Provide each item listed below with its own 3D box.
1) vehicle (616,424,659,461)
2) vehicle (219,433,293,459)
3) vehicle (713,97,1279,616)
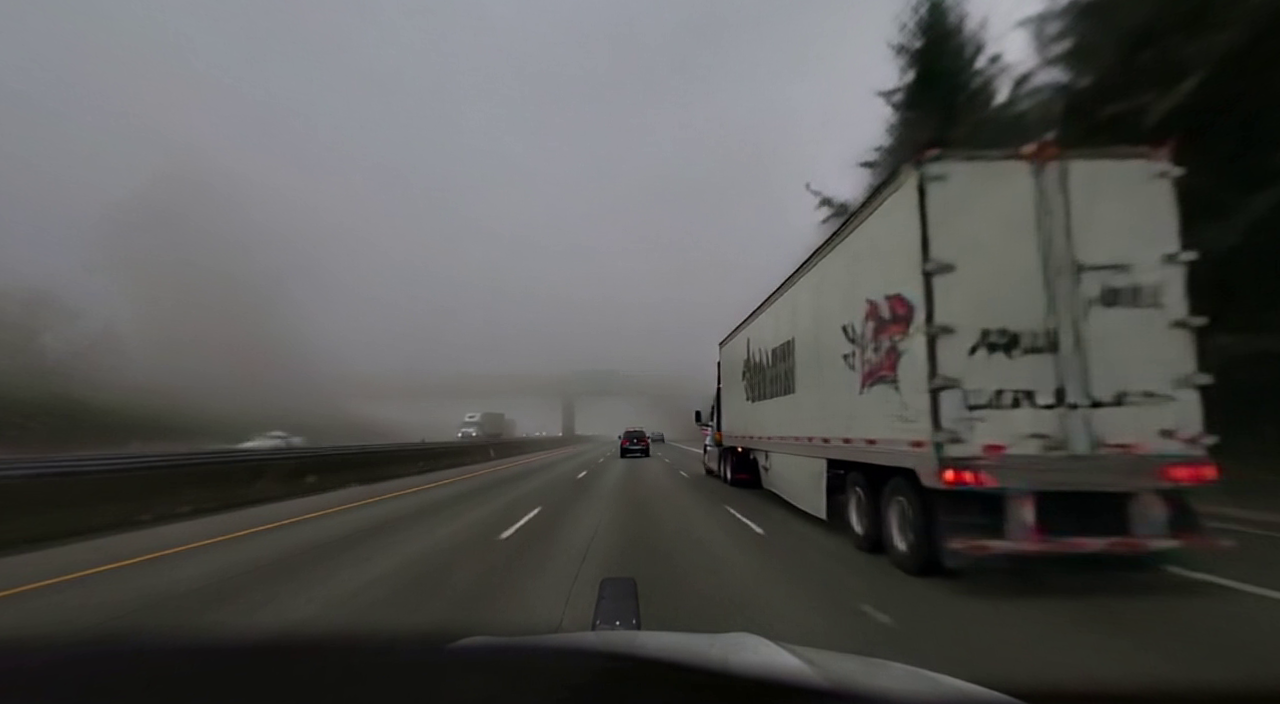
[{"bbox_3d":[-0.182,5.078,35.508,2.277,1.913,4.510,0,-8,-1],"label":"vehicle"},{"bbox_3d":[-22.700,5.555,37.468,1.758,1.455,4.298,0,-8,-1],"label":"vehicle"},{"bbox_3d":[3.873,0.862,11.858,2.987,4.021,14.105,0,-8,-1],"label":"vehicle"}]
